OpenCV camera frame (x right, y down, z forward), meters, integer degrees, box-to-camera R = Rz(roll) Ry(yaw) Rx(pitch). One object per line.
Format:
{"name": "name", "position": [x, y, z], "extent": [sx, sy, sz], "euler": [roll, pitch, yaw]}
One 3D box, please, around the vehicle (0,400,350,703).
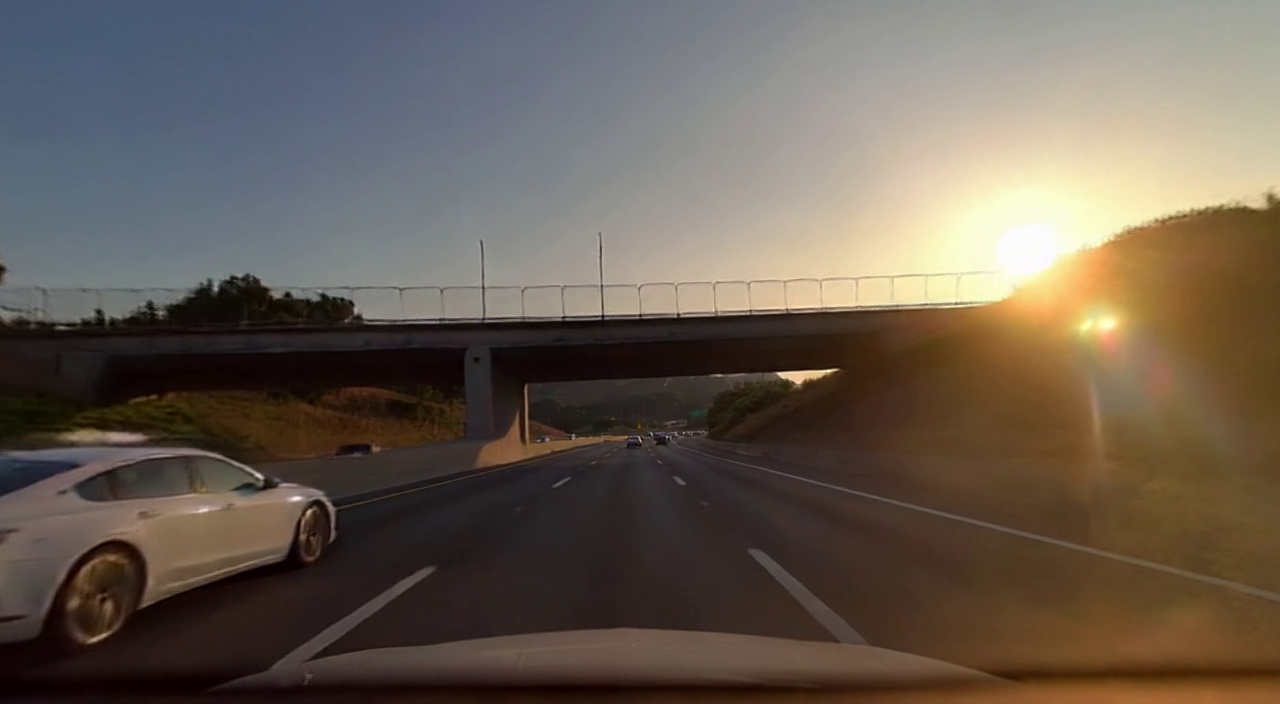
{"name": "vehicle", "position": [-4.009, 1.169, 4.462], "extent": [1.981, 1.475, 4.084], "euler": [0, -8, 0]}
